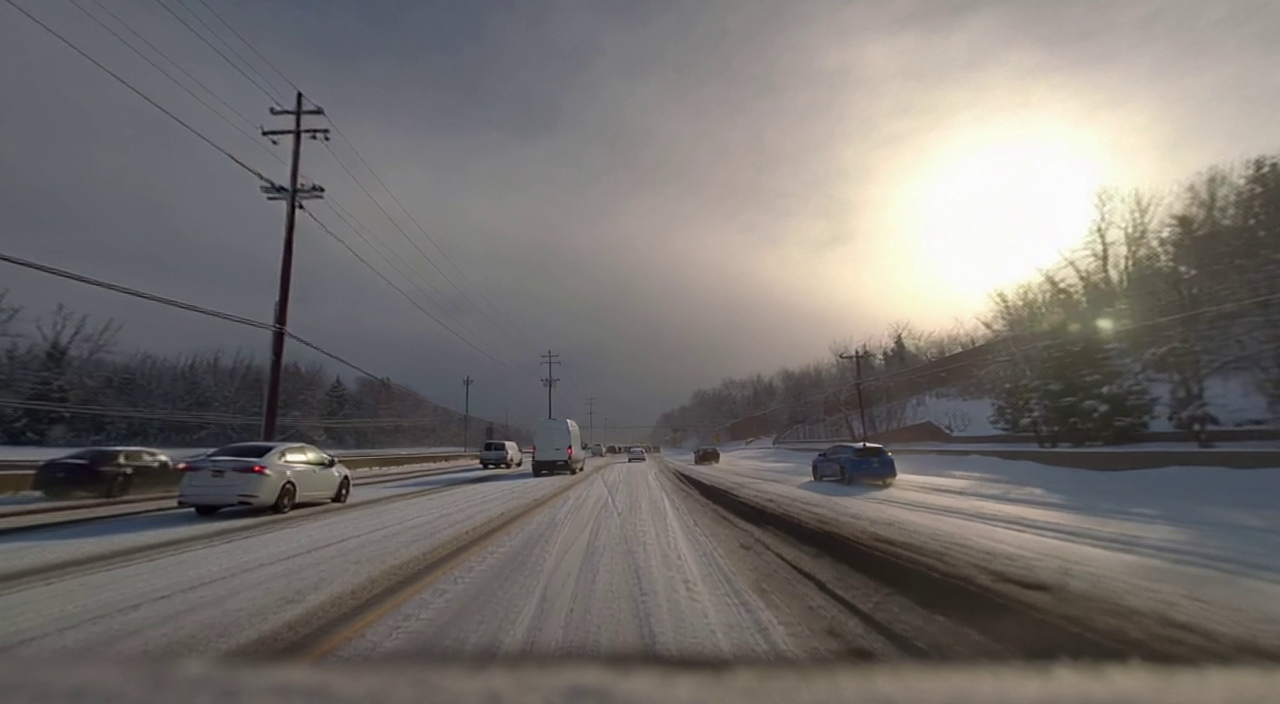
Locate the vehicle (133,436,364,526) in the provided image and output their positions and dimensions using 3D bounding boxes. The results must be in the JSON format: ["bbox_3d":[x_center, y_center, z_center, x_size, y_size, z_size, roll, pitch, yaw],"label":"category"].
[{"bbox_3d":[-7.746,2.564,13.143,1.967,1.525,4.458,0,-9,-1],"label":"vehicle"}]

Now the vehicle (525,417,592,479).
[{"bbox_3d":[-3.746,4.589,30.141,2.395,2.660,5.827,0,-9,0],"label":"vehicle"}]

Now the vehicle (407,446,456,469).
[{"bbox_3d":[-15.146,7.671,45.932,1.937,1.523,4.708,0,-9,0],"label":"vehicle"}]

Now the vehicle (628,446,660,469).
[{"bbox_3d":[0.234,7.504,44.910,2.084,1.492,4.137,0,-9,-2],"label":"vehicle"}]

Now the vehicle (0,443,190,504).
[{"bbox_3d":[-15.510,3.375,17.965,1.968,1.484,4.599,0,-9,0],"label":"vehicle"}]

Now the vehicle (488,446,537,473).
[{"bbox_3d":[-7.351,6.225,36.691,1.944,1.490,4.442,0,-9,0],"label":"vehicle"}]

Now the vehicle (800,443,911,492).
[{"bbox_3d":[7.148,3.851,21.422,2.052,1.470,4.364,0,-9,-3],"label":"vehicle"}]

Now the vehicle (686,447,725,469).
[{"bbox_3d":[4.620,7.567,45.189,2.095,1.504,4.536,0,-9,-2],"label":"vehicle"}]
